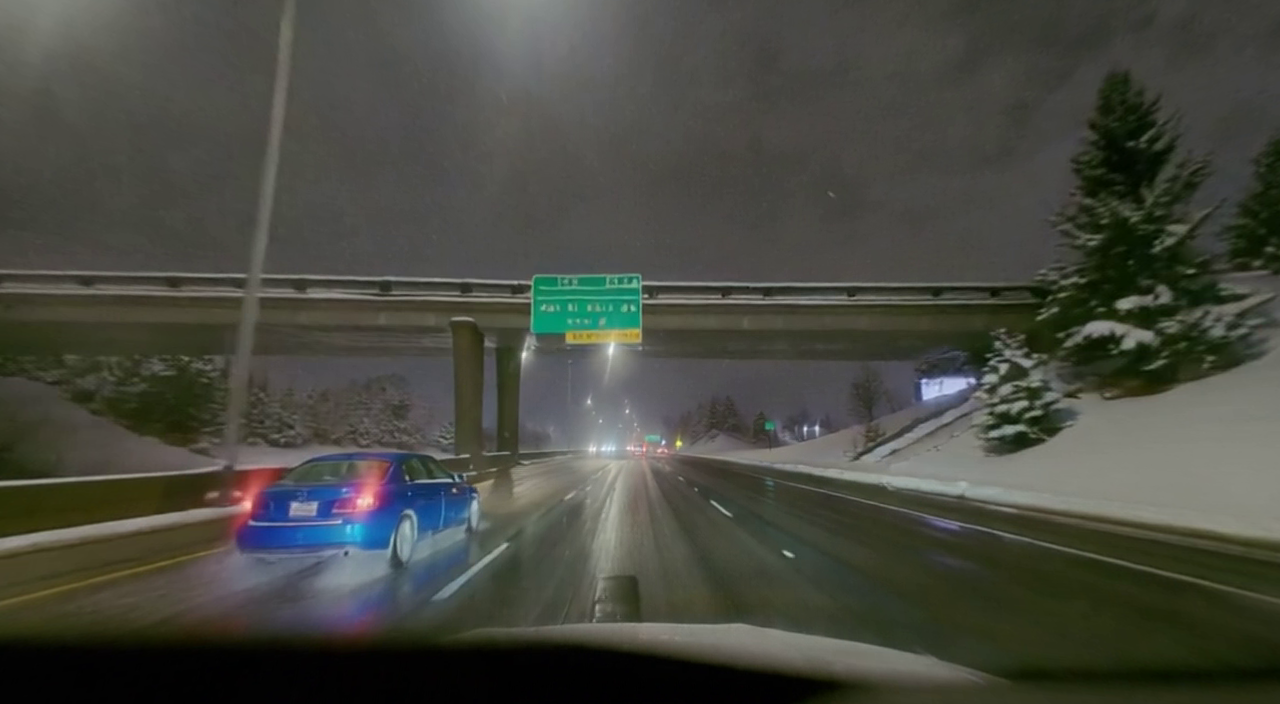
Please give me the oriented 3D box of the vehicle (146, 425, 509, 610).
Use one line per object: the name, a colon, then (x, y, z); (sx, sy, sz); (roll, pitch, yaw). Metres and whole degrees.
vehicle: (-3.140, 1.753, 7.712); (2.029, 1.557, 4.570); (0, -9, 1)
